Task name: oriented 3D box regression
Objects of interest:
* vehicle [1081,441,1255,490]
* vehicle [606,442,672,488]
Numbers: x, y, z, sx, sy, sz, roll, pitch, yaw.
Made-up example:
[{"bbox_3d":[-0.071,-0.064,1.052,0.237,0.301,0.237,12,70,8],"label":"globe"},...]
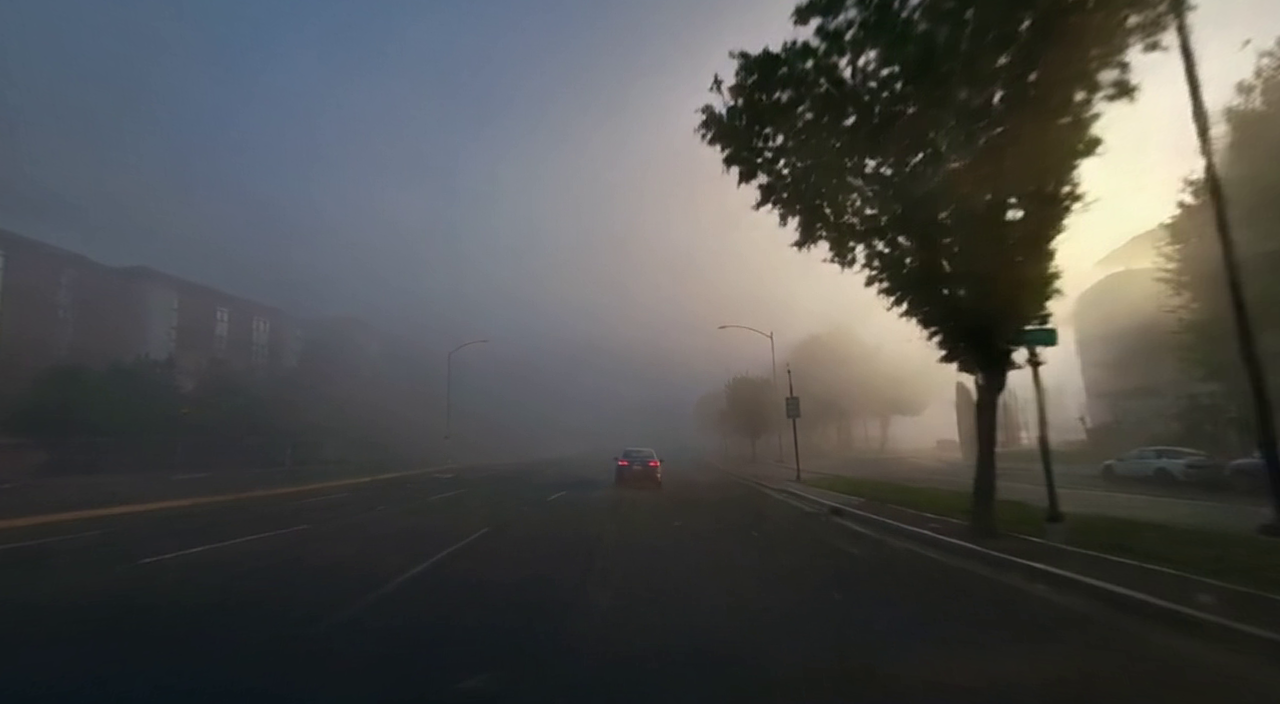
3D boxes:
[{"bbox_3d":[17.456,3.767,21.288,1.857,1.441,4.721,0,-9,1],"label":"vehicle"},{"bbox_3d":[0.019,4.026,22.818,2.133,1.481,4.276,-1,-9,1],"label":"vehicle"}]
